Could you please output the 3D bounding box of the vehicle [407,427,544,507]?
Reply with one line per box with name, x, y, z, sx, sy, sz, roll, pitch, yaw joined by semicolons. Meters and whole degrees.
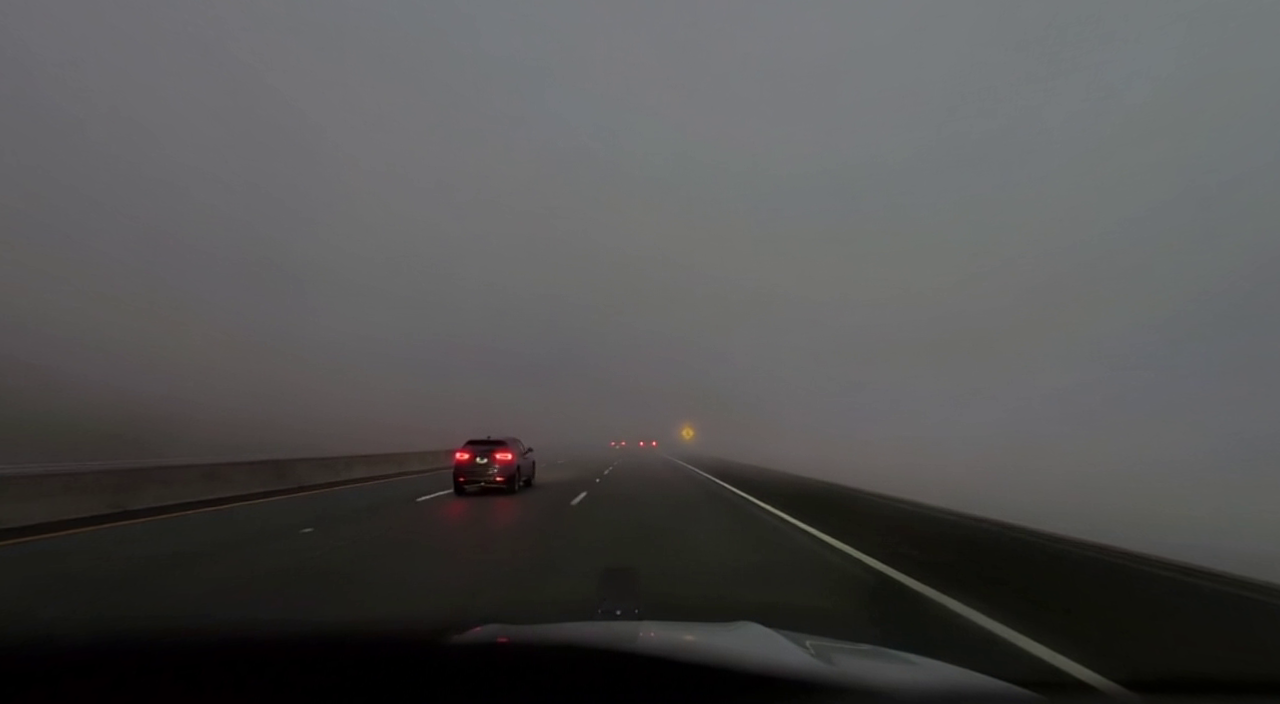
vehicle;-3.634;2.597;14.800;2.039;1.589;4.324;0;-8;0
